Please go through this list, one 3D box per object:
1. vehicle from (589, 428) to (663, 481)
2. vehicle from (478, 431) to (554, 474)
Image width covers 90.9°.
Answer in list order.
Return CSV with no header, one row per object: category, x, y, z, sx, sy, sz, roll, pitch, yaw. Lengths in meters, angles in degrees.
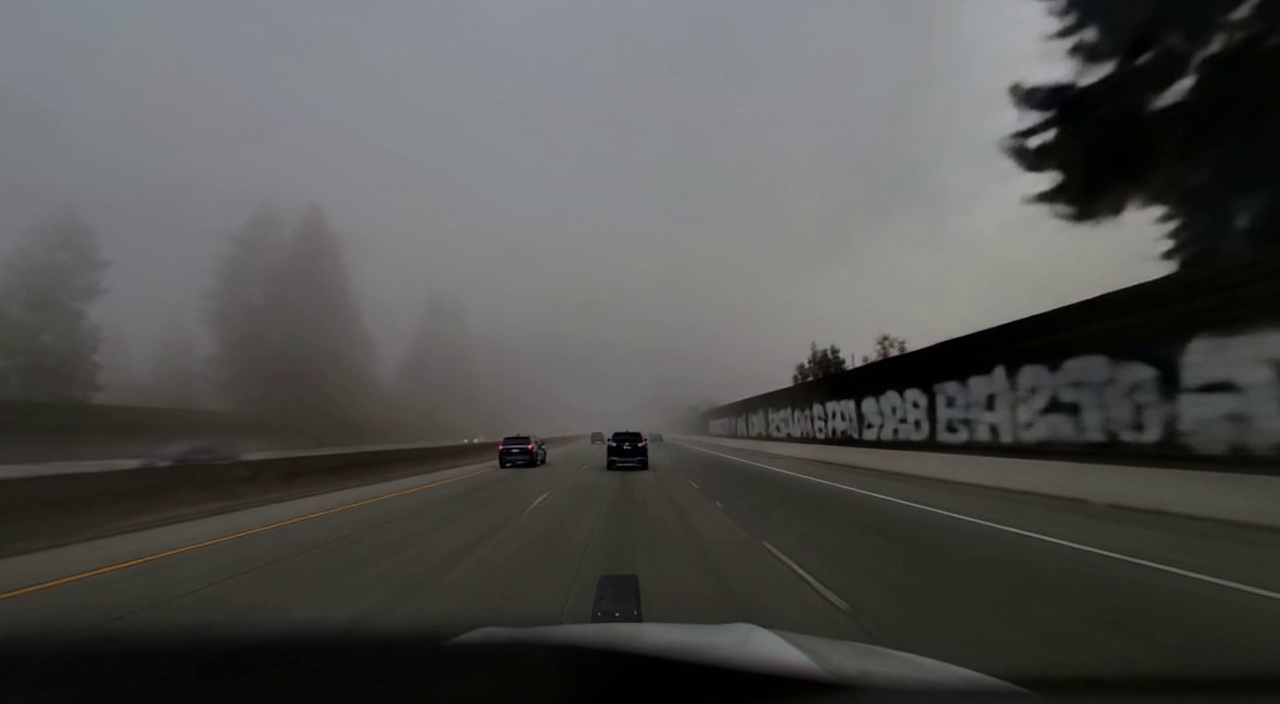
vehicle,-0.444,3.123,19.513,2.044,1.477,3.693,0,-8,-2
vehicle,-4.607,3.797,24.120,2.022,1.440,4.491,0,-8,0
